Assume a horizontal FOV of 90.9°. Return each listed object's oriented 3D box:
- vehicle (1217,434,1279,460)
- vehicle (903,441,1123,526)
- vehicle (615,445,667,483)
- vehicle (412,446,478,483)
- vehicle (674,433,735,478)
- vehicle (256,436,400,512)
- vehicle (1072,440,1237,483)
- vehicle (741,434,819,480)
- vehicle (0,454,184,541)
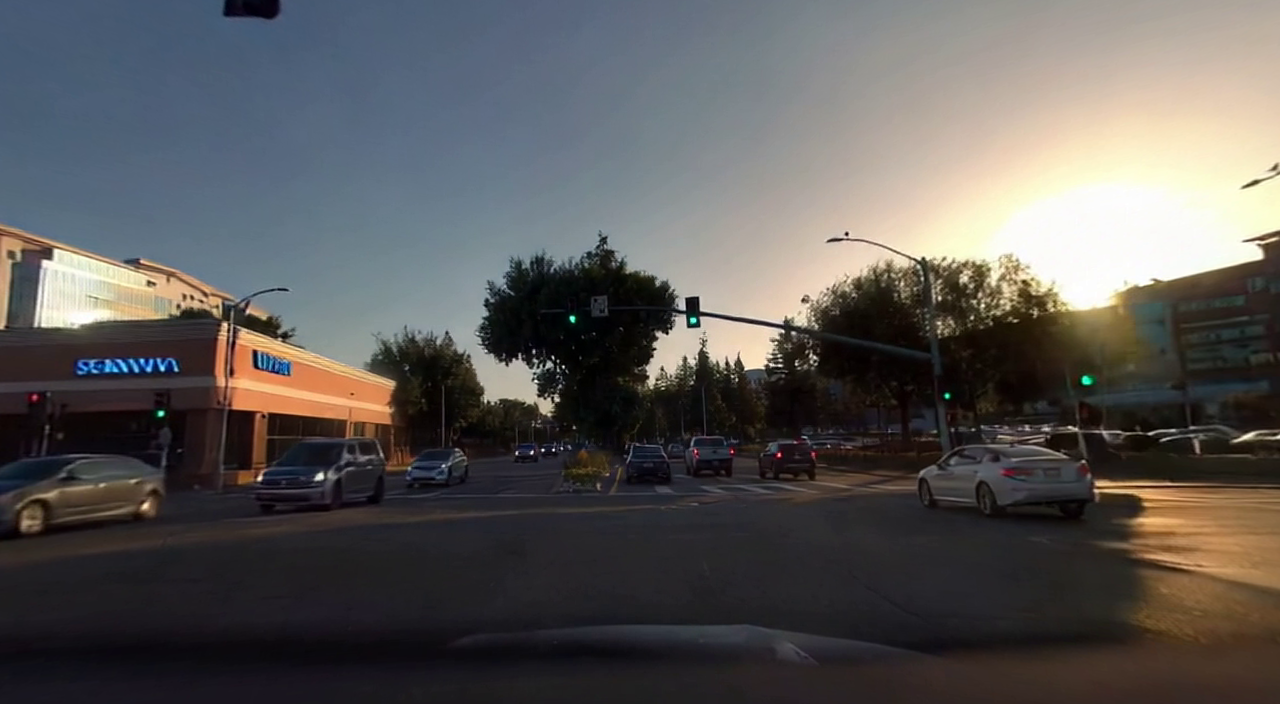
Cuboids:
[{"bbox_3d":[35.890,5.400,35.893,4.230,1.449,1.782,0,-8,0],"label":"vehicle"},{"bbox_3d":[7.624,2.683,13.552,1.905,1.498,4.463,0,-8,-1],"label":"vehicle"},{"bbox_3d":[-0.034,4.628,26.338,2.038,1.447,3.756,0,-8,-2],"label":"vehicle"},{"bbox_3d":[-8.952,5.171,29.332,1.827,1.602,4.115,0,-8,-1],"label":"vehicle"},{"bbox_3d":[3.208,5.313,32.690,2.358,2.116,5.328,0,-8,-3],"label":"vehicle"},{"bbox_3d":[-8.253,3.210,17.168,1.904,1.789,4.021,0,-8,-2],"label":"vehicle"},{"bbox_3d":[18.198,3.881,22.474,4.227,1.460,1.777,0,-8,2],"label":"vehicle"},{"bbox_3d":[6.639,5.046,30.601,2.323,2.009,5.266,0,-8,-3],"label":"vehicle"},{"bbox_3d":[-12.592,2.993,13.604,1.969,1.486,4.773,0,-8,0],"label":"vehicle"}]
